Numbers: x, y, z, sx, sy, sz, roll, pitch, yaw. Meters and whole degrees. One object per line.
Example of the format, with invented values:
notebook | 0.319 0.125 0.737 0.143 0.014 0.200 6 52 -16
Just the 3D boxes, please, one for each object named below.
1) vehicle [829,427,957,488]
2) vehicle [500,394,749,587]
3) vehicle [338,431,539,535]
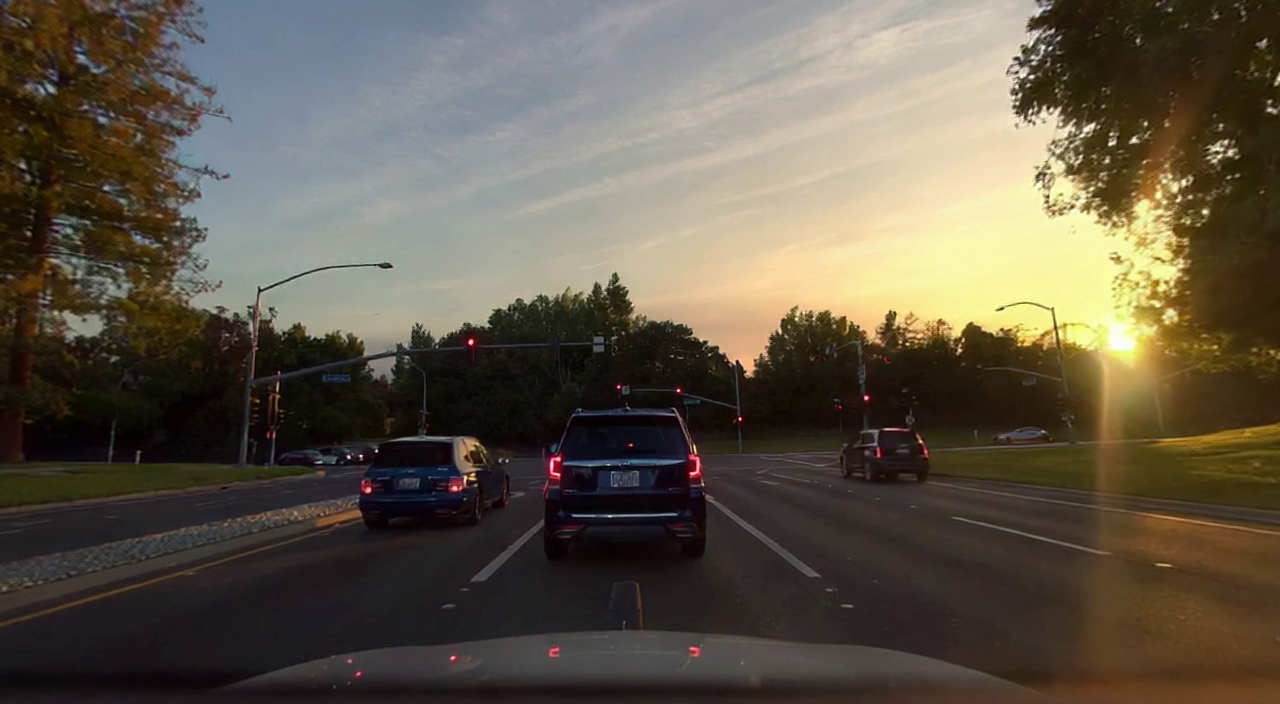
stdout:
vehicle | 8.044 3.404 20.657 2.166 1.761 4.692 0 -8 -1
vehicle | -0.143 1.588 7.985 2.298 1.770 4.138 0 -8 0
vehicle | -3.366 2.299 11.873 2.061 1.504 5.142 0 -8 0
